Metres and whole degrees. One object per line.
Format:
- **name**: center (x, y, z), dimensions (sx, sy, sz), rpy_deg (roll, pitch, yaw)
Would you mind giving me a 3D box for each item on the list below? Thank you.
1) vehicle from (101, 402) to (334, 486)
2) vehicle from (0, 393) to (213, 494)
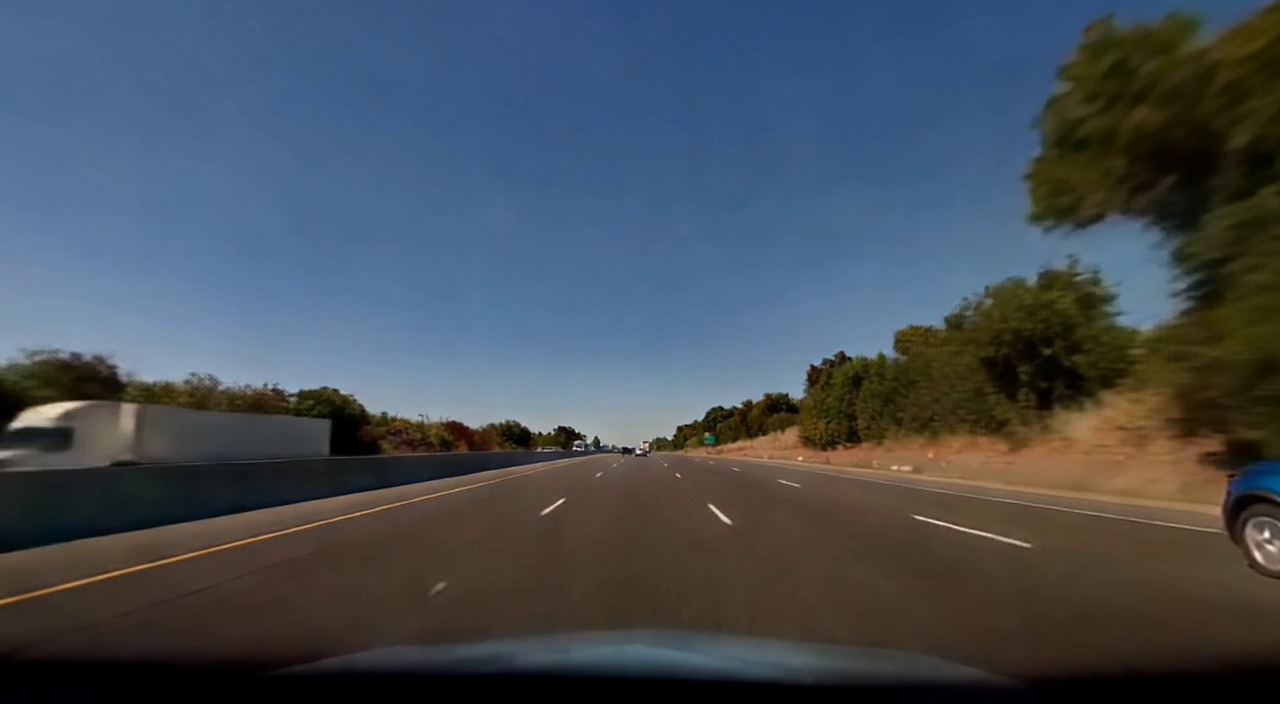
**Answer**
- **vehicle**: center (-24.980, 5.799, 39.558), dimensions (2.942, 4.171, 16.450), rpy_deg (0, -9, 1)
- **vehicle**: center (-25.223, 4.359, 29.907), dimensions (3.014, 4.004, 9.270), rpy_deg (0, -9, 2)
